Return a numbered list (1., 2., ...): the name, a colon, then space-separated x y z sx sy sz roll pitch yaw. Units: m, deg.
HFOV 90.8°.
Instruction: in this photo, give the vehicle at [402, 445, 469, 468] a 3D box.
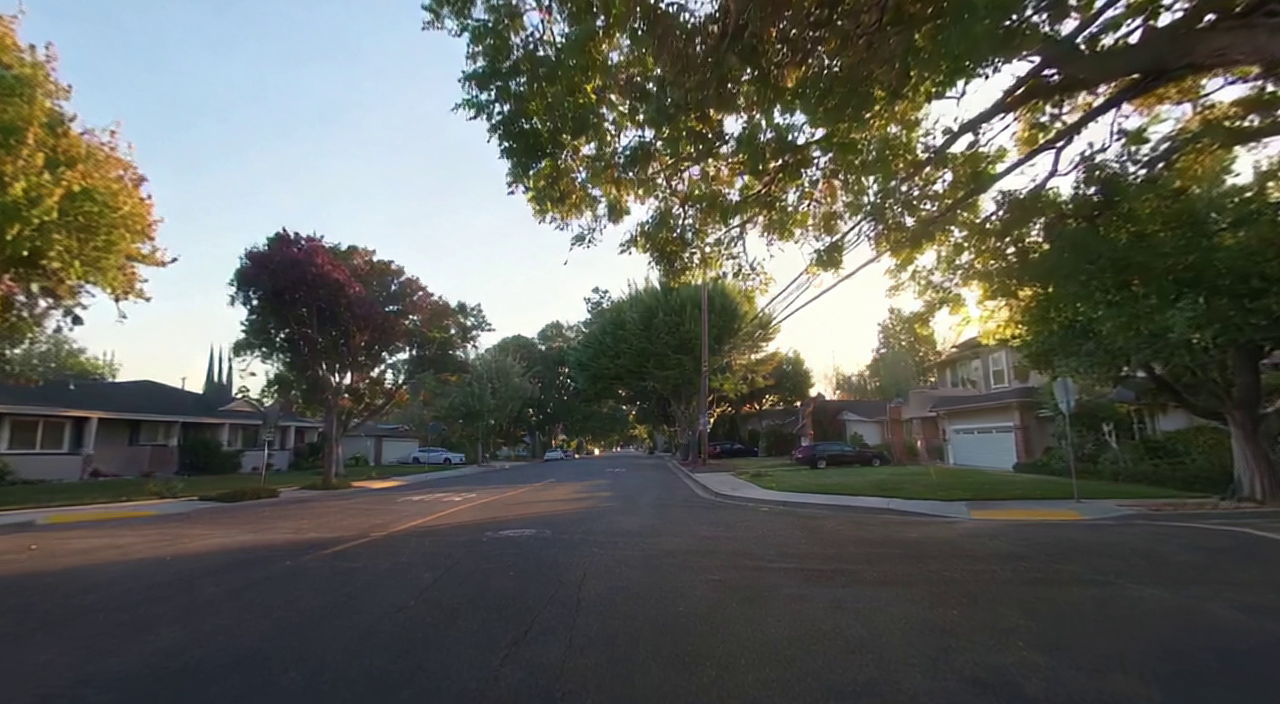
1. vehicle: -15.930 8.116 49.235 4.500 1.714 1.924 -1 -9 6
